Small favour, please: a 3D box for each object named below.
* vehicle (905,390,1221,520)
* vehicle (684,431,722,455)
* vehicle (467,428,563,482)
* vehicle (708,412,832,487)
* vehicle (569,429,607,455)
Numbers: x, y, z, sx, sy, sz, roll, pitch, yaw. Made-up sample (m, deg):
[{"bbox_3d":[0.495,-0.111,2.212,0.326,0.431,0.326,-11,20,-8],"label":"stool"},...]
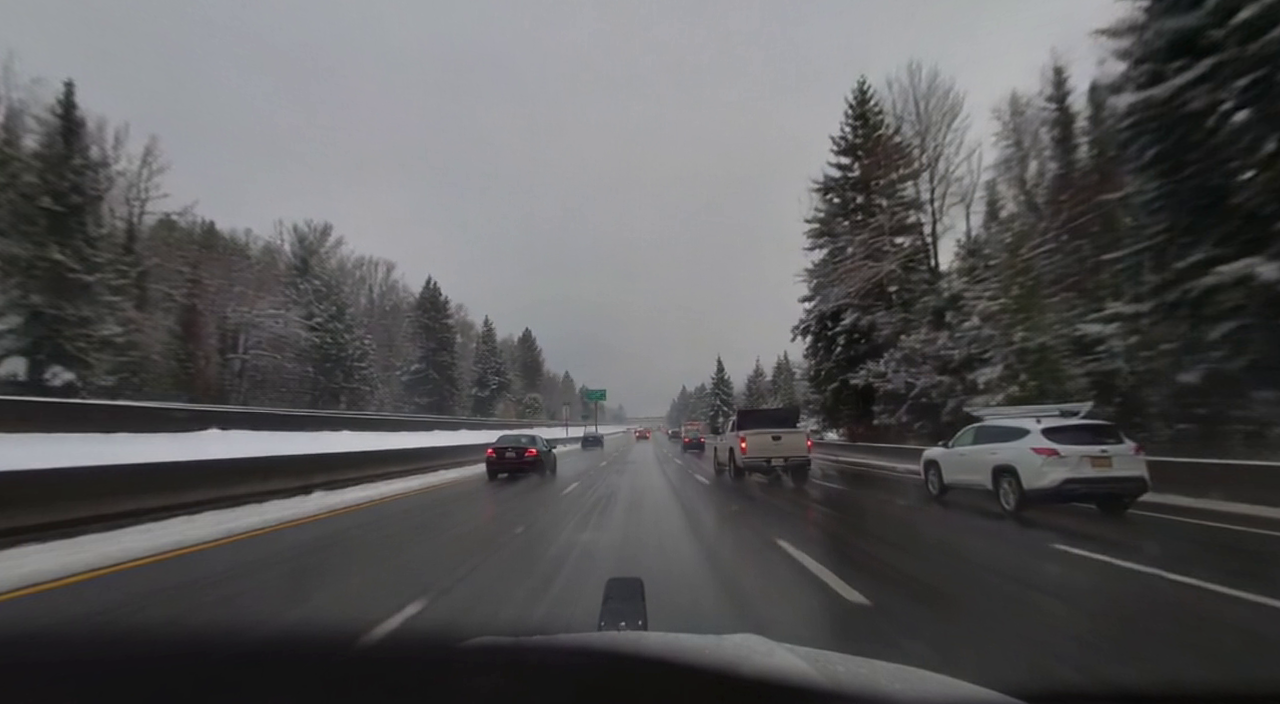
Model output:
[{"bbox_3d":[7.618,1.958,12.458,2.291,1.968,5.662,0,-8,0],"label":"vehicle"},{"bbox_3d":[4.036,5.921,40.926,1.953,1.480,4.053,0,-8,-1],"label":"vehicle"},{"bbox_3d":[-3.646,3.082,19.171,1.978,1.473,4.073,0,-8,1],"label":"vehicle"},{"bbox_3d":[3.690,2.949,19.293,2.517,1.935,5.552,0,-8,-1],"label":"vehicle"},{"bbox_3d":[-3.361,5.877,41.240,2.020,1.628,4.248,0,-8,1],"label":"vehicle"}]
